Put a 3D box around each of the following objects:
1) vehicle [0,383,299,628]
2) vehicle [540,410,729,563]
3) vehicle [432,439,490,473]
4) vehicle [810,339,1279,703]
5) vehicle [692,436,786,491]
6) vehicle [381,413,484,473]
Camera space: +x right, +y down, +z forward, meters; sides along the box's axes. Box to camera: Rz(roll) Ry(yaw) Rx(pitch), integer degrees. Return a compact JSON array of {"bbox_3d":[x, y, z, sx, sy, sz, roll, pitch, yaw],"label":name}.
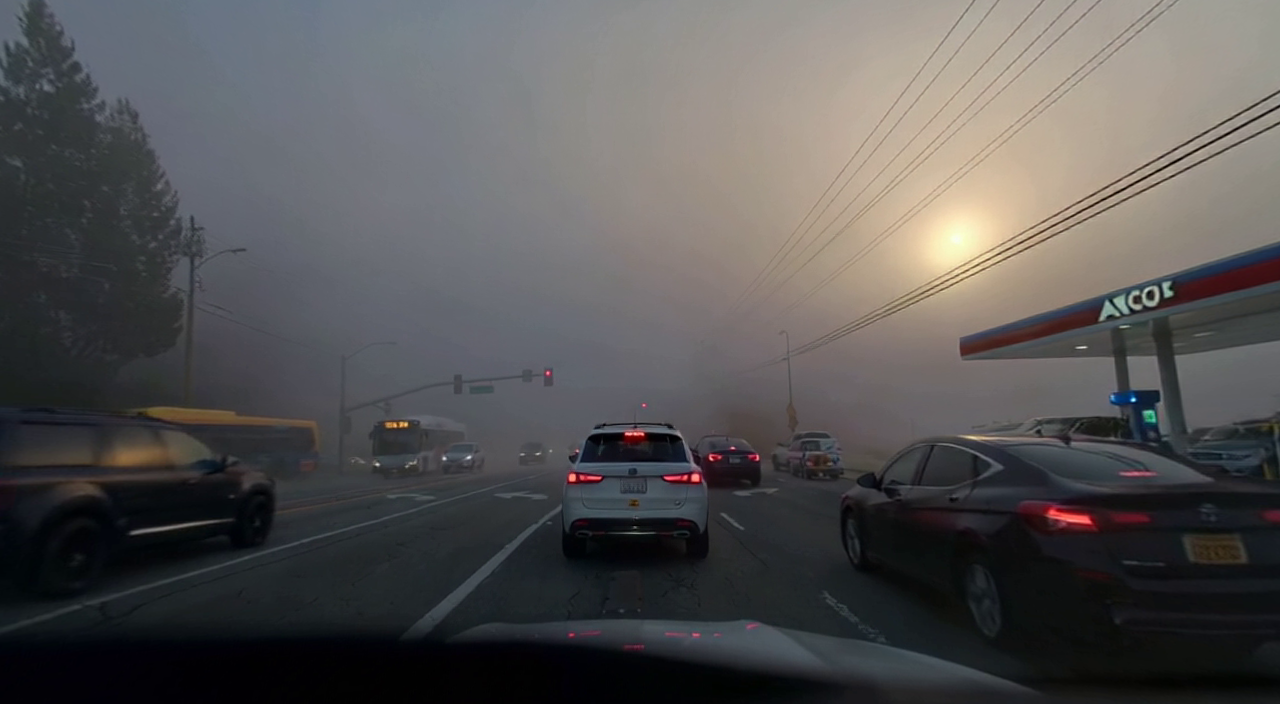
[{"bbox_3d":[-5.874,1.387,6.327,2.190,1.795,4.993,0,-9,-1],"label":"vehicle"},{"bbox_3d":[-0.108,1.799,9.106,2.087,1.677,4.053,0,-9,-1],"label":"vehicle"},{"bbox_3d":[-10.495,6.111,37.430,2.163,1.812,4.686,-2,-8,-1],"label":"vehicle"},{"bbox_3d":[3.072,1.144,5.262,2.049,1.813,4.245,0,-9,-1],"label":"vehicle"},{"bbox_3d":[2.879,3.361,19.397,2.040,1.481,4.407,0,-9,-2],"label":"vehicle"},{"bbox_3d":[-13.871,6.356,43.802,3.031,3.513,12.586,0,-9,-1],"label":"vehicle"}]
